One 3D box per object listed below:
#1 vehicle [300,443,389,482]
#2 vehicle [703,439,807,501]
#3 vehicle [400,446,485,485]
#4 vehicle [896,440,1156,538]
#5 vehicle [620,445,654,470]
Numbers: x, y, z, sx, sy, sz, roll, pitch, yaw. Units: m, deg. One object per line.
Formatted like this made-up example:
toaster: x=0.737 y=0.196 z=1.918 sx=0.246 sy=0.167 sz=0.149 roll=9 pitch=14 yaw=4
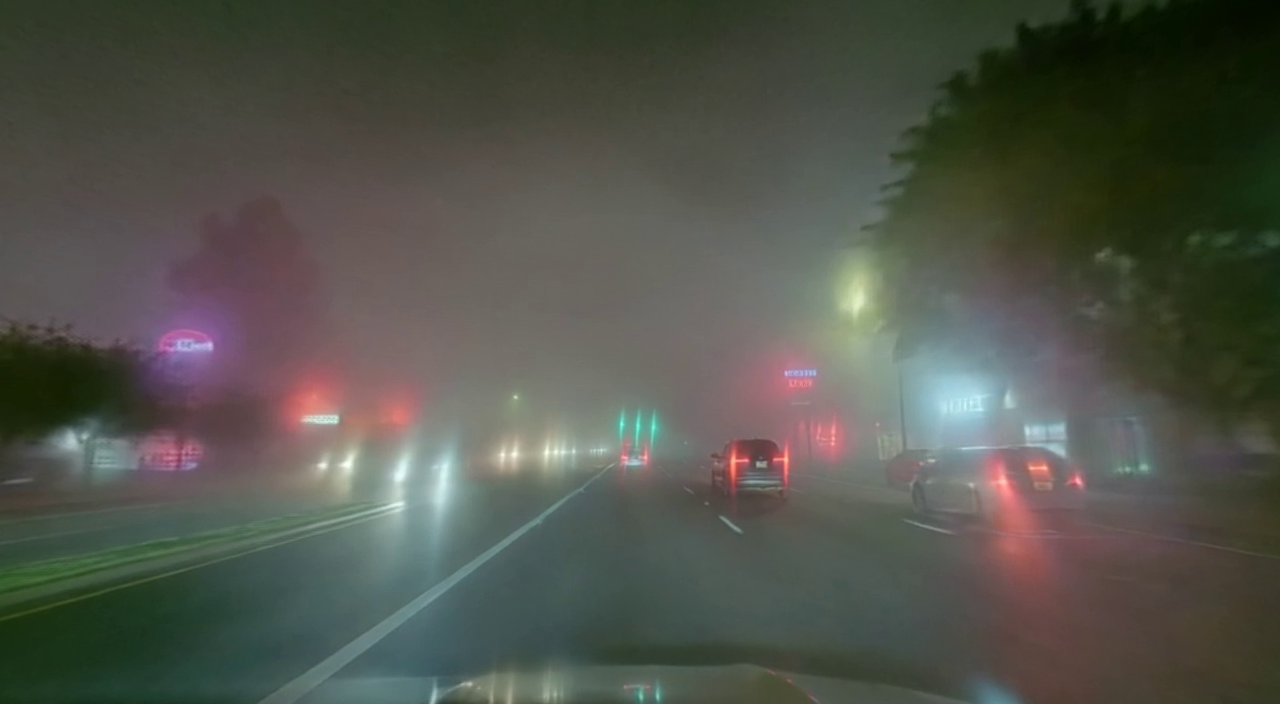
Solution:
vehicle: x=-15.421 y=5.762 z=33.350 sx=2.060 sy=1.831 sz=5.414 roll=0 pitch=-8 yaw=0
vehicle: x=3.134 y=3.314 z=18.282 sx=2.072 sy=1.545 sz=4.578 roll=0 pitch=-8 yaw=-1
vehicle: x=-8.307 y=4.777 z=27.048 sx=2.050 sy=1.499 sz=4.816 roll=0 pitch=-8 yaw=1
vehicle: x=6.735 y=2.396 z=11.814 sx=1.952 sy=1.449 sz=4.544 roll=0 pitch=-8 yaw=-1
vehicle: x=-0.158 y=6.771 z=40.698 sx=2.052 sy=1.461 sz=4.324 roll=0 pitch=-8 yaw=0
